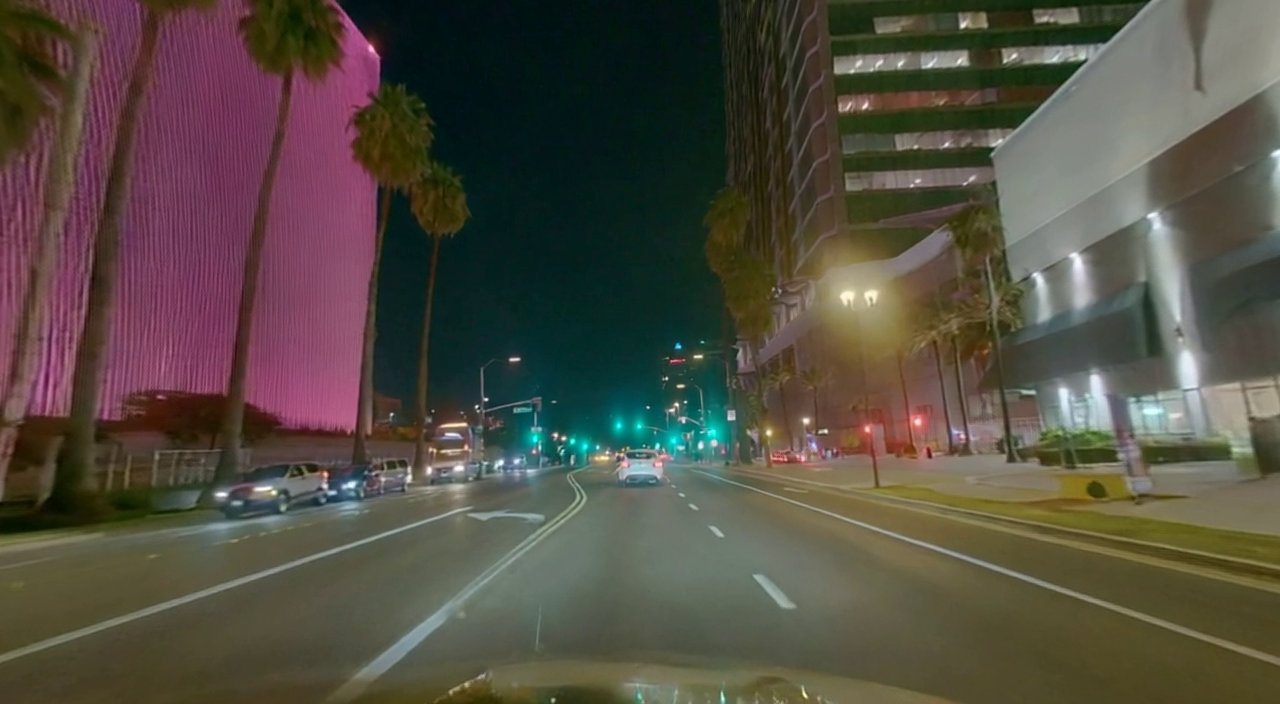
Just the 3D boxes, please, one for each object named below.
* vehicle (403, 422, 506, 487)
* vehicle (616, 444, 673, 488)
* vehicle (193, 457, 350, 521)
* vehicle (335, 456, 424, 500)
[{"bbox_3d":[-12.028,6.838,42.424,3.058,3.443,12.503,-5,-9,0],"label":"vehicle"},{"bbox_3d":[0.176,4.604,25.735,2.145,1.632,3.972,0,-9,1],"label":"vehicle"},{"bbox_3d":[-12.228,4.520,21.391,2.308,1.839,4.793,-1,-9,2],"label":"vehicle"},{"bbox_3d":[-12.006,5.779,29.394,1.981,1.803,4.835,0,-9,1],"label":"vehicle"}]
